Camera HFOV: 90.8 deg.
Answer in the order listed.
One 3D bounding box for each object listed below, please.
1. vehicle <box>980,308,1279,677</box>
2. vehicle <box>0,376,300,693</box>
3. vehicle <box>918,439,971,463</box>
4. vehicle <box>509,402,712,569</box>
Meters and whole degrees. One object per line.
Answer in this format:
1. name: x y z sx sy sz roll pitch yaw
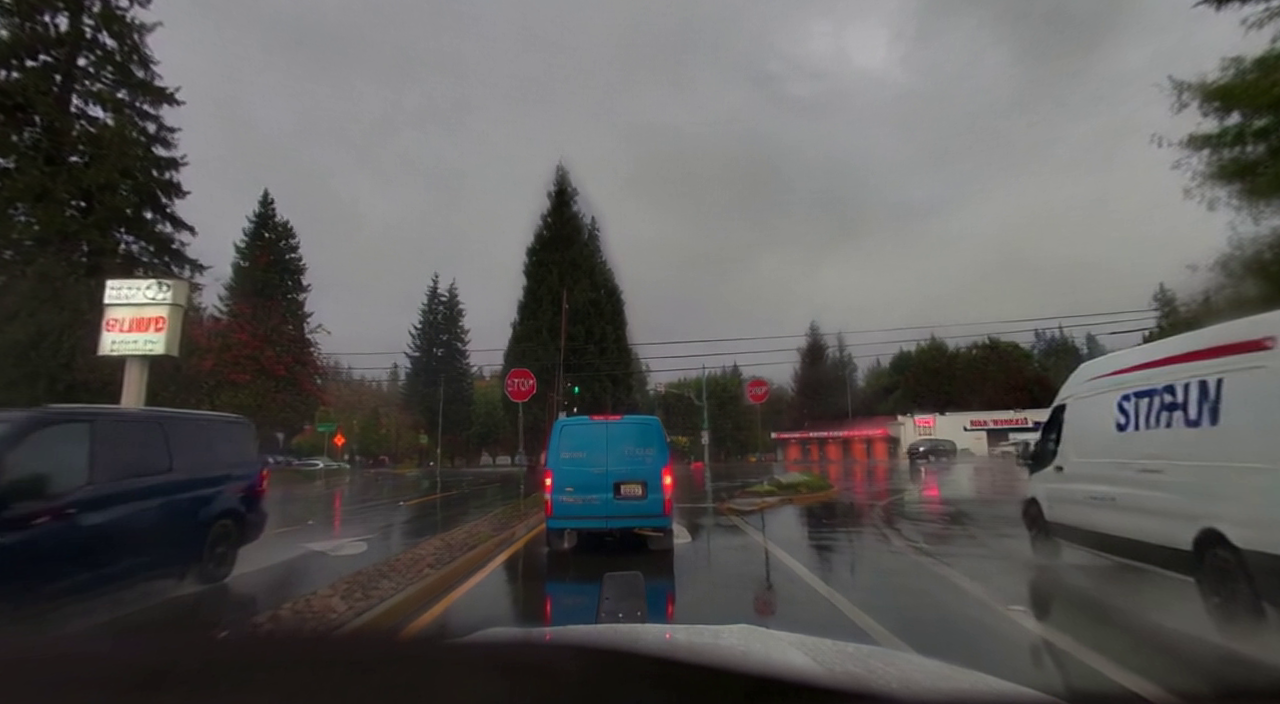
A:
1. vehicle: 5.416 1.148 5.717 2.385 2.196 5.640 -2 -9 10
2. vehicle: -4.572 1.162 4.511 1.985 1.710 4.651 1 -9 -5
3. vehicle: 22.184 7.215 45.959 1.985 1.659 4.512 -9 -12 44
4. vehicle: -0.256 1.816 9.321 2.237 1.828 4.546 0 -9 2
